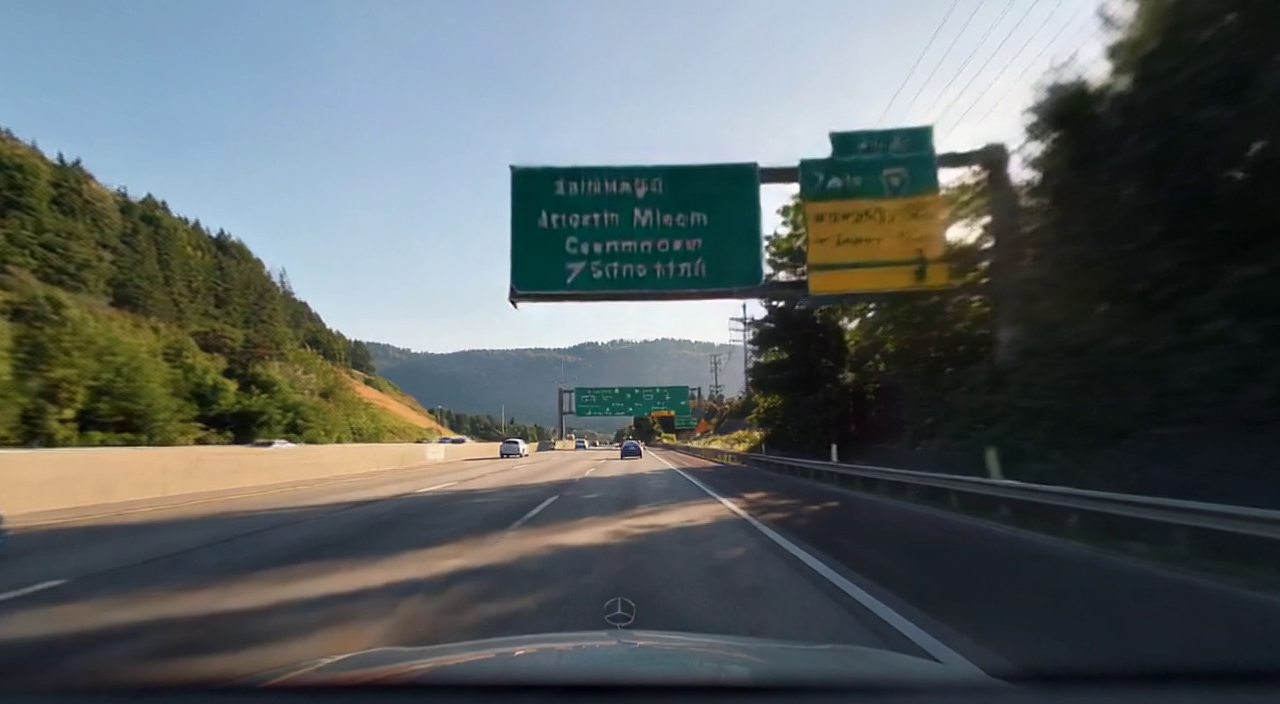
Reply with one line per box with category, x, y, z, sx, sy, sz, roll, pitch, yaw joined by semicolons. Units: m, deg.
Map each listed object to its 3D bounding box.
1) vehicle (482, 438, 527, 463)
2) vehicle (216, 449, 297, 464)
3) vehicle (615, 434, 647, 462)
vehicle;-8.745;6.379;40.886;2.047;1.486;4.306;0;-8;-1
vehicle;-23.084;6.315;38.083;2.163;0.794;4.642;0;-8;-2
vehicle;-0.599;6.284;41.308;2.040;1.715;3.906;0;-8;-1
